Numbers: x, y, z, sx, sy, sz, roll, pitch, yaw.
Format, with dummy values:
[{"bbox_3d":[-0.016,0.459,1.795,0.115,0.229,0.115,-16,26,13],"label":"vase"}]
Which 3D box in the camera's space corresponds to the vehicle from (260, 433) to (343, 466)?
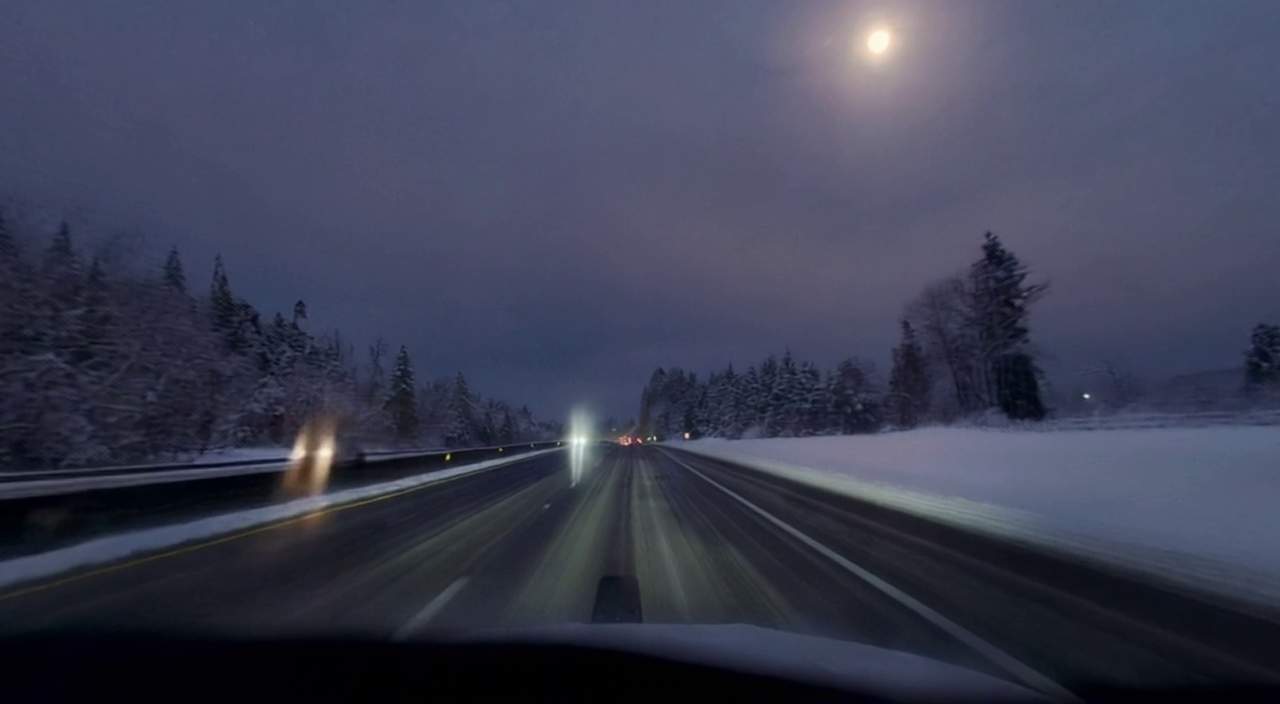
[{"bbox_3d":[-16.971,4.898,31.842,1.911,1.540,4.149,0,-8,-1],"label":"vehicle"}]
